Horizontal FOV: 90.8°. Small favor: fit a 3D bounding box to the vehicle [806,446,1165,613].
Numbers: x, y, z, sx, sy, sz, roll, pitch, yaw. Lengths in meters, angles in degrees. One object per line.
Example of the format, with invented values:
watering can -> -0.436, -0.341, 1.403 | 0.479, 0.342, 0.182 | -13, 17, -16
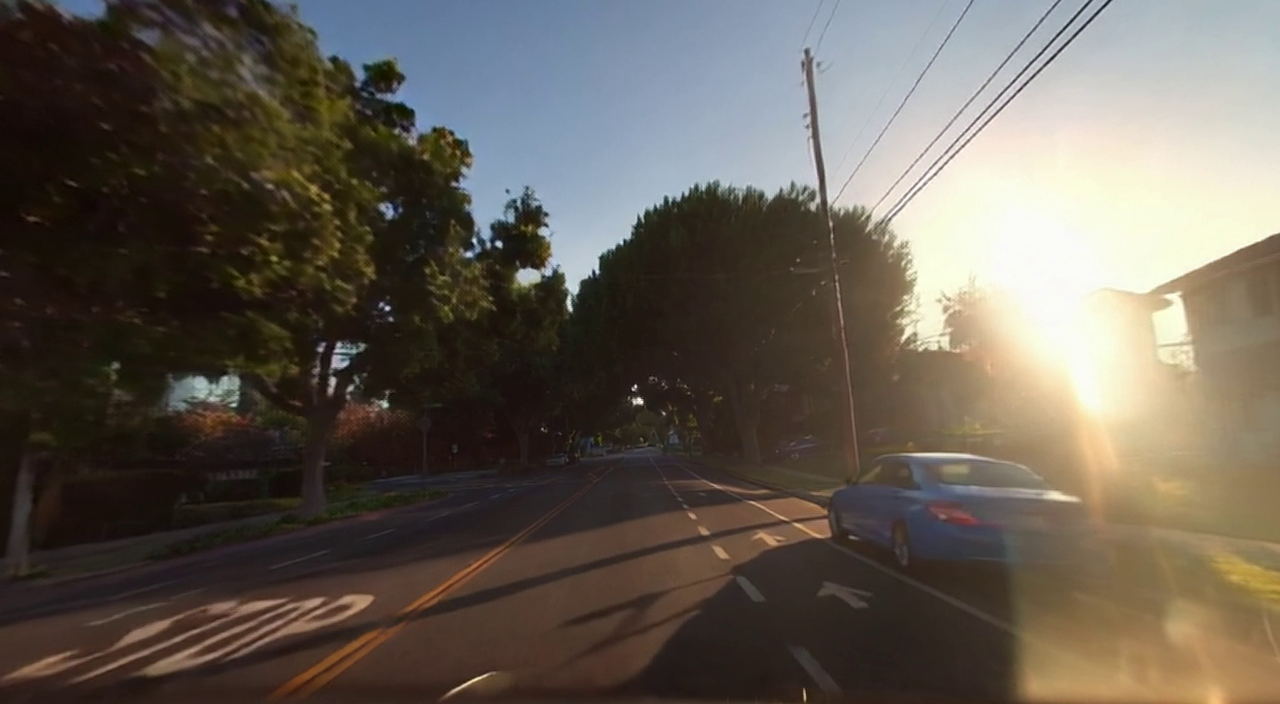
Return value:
vehicle -> 3.722, 1.965, 7.996 | 1.961, 1.472, 4.434 | 0, -9, -1
